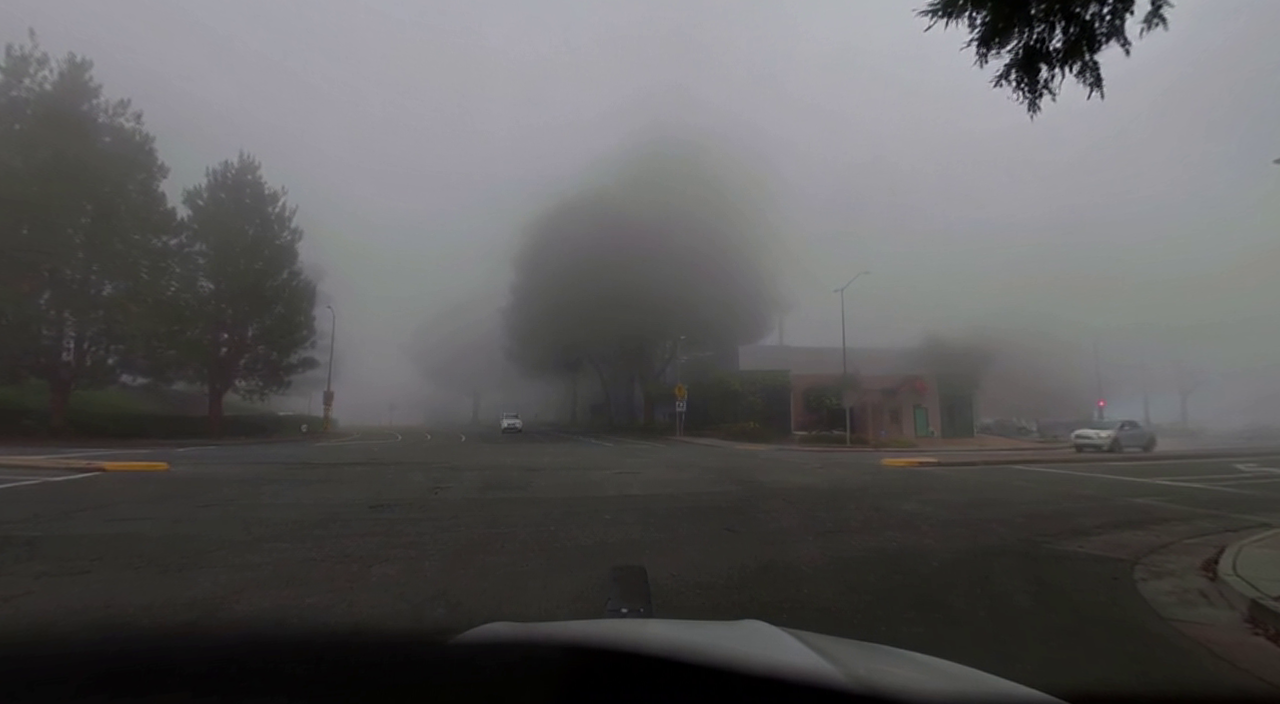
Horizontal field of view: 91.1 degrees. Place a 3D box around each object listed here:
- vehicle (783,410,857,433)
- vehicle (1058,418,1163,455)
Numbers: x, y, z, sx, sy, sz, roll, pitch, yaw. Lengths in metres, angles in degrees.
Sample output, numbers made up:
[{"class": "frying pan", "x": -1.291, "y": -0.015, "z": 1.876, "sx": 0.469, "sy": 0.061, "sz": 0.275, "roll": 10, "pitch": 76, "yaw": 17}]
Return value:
[{"class": "vehicle", "x": 12.514, "y": 4.826, "z": 43.598, "sx": 4.674, "sy": 1.483, "sz": 1.745, "roll": 2, "pitch": -9, "yaw": -16}, {"class": "vehicle", "x": 24.809, "y": 4.479, "z": 33.068, "sx": 5.333, "sy": 1.837, "sz": 2.124, "roll": 4, "pitch": -10, "yaw": -27}]
